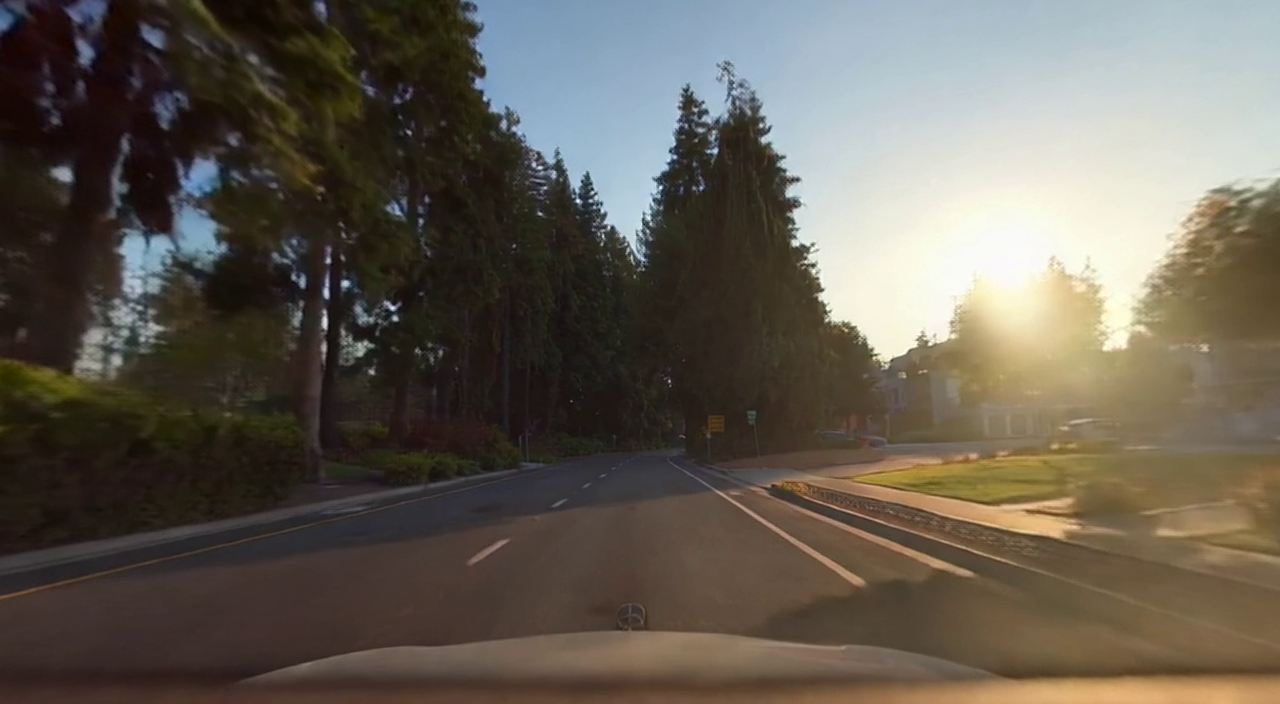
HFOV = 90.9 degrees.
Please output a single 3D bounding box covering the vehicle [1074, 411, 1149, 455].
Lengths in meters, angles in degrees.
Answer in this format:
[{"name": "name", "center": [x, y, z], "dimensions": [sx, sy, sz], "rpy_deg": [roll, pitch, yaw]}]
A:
[{"name": "vehicle", "center": [21.858, 3.803, 29.399], "dimensions": [1.889, 1.853, 4.207], "rpy_deg": [-4, -9, 25]}]
